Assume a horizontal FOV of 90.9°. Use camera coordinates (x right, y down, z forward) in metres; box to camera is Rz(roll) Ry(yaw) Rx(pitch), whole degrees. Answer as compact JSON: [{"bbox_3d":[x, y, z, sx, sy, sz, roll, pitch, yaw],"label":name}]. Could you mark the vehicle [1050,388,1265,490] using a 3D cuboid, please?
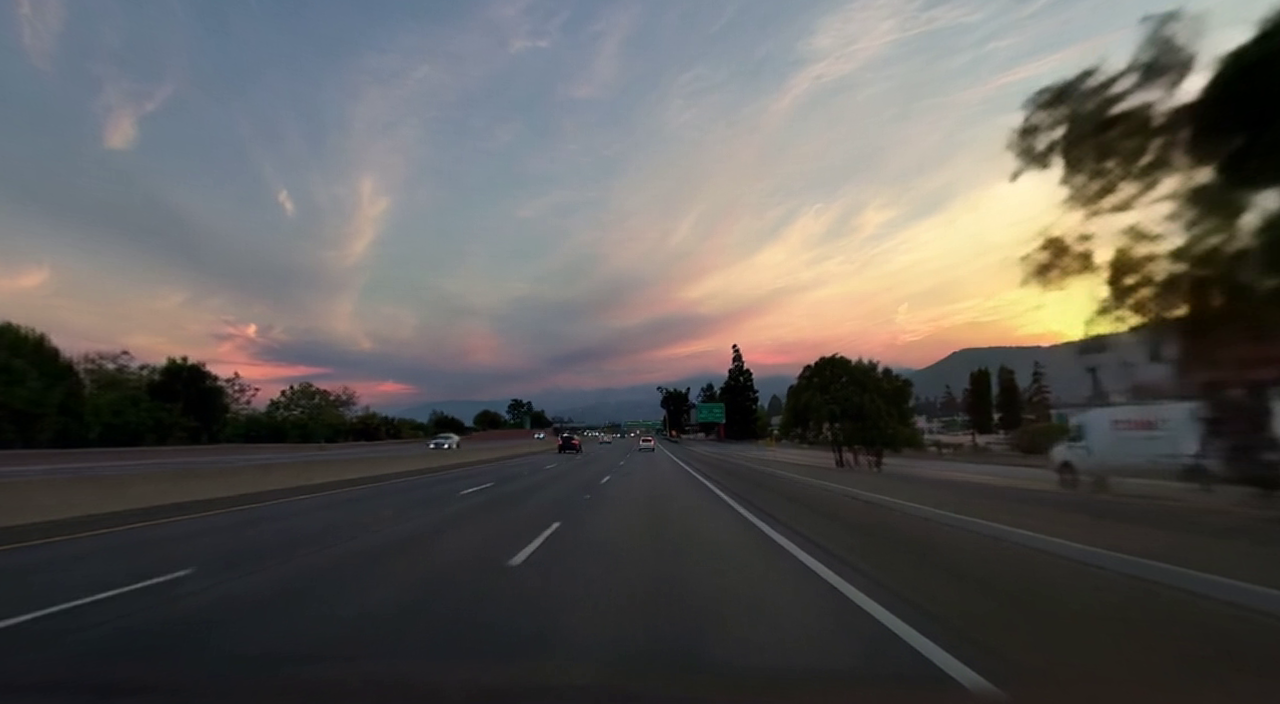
[{"bbox_3d":[18.969,3.279,23.723,3.411,3.351,5.369,0,-8,1],"label":"vehicle"}]
